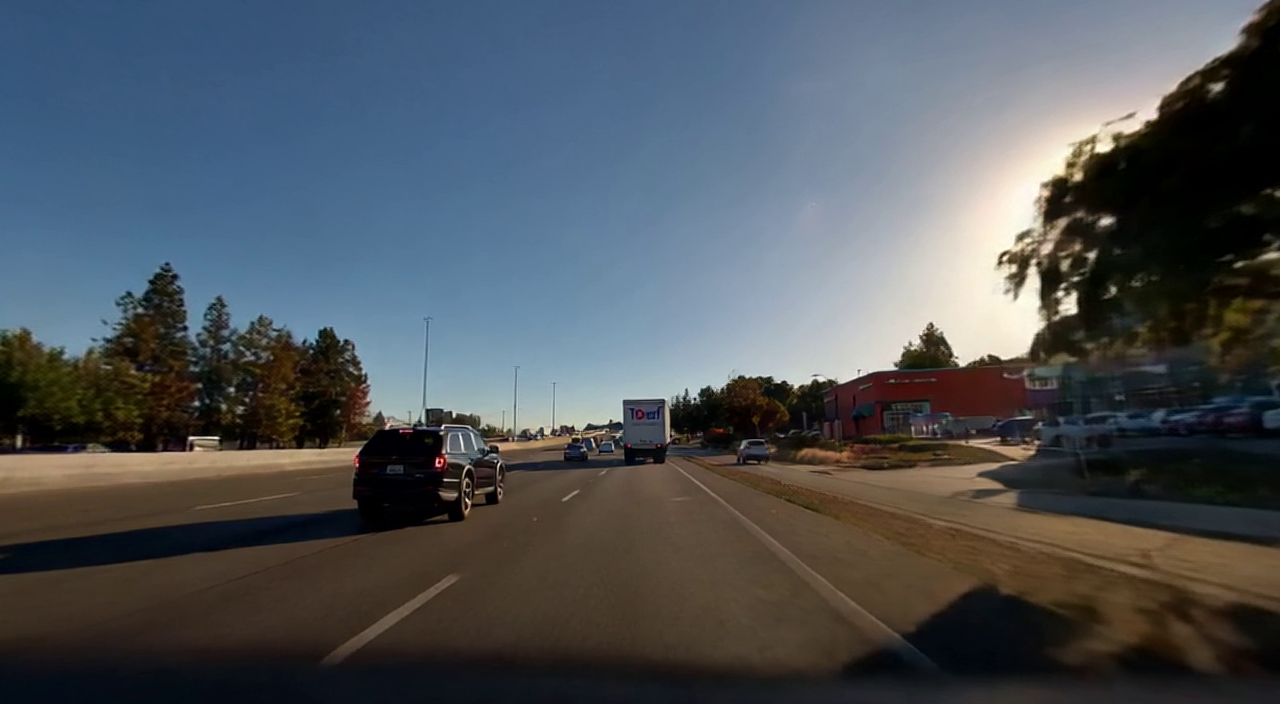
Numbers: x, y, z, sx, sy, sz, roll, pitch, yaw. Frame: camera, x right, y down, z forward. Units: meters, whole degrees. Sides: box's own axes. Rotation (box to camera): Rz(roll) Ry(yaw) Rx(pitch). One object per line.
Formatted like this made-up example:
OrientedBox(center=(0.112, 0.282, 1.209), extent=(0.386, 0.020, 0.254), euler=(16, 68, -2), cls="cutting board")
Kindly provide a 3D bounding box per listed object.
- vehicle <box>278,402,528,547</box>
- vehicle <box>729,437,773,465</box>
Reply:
OrientedBox(center=(-3.457, 1.927, 10.488), extent=(2.178, 1.826, 4.933), euler=(0, -9, 1), cls="vehicle")
OrientedBox(center=(6.897, 6.212, 39.536), extent=(1.958, 1.681, 4.109), euler=(0, -9, -1), cls="vehicle")
